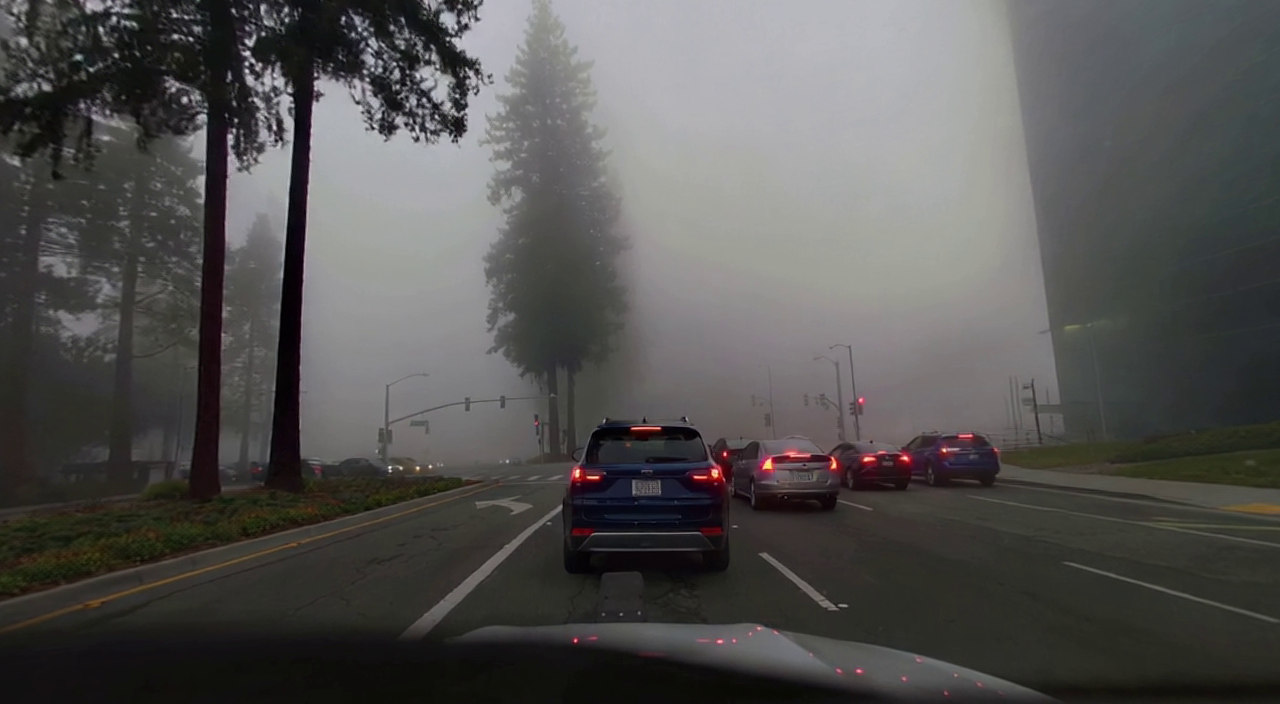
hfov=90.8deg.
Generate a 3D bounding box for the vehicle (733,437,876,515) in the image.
[{"bbox_3d":[3.492,2.716,14.386,1.997,1.471,4.321,0,-9,-1],"label":"vehicle"}]

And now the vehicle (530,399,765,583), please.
[{"bbox_3d":[0.062,1.657,8.255,2.266,1.762,4.131,0,-9,0],"label":"vehicle"}]

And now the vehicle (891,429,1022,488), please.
[{"bbox_3d":[10.854,3.697,22.127,2.123,1.812,4.553,0,-9,-1],"label":"vehicle"}]
